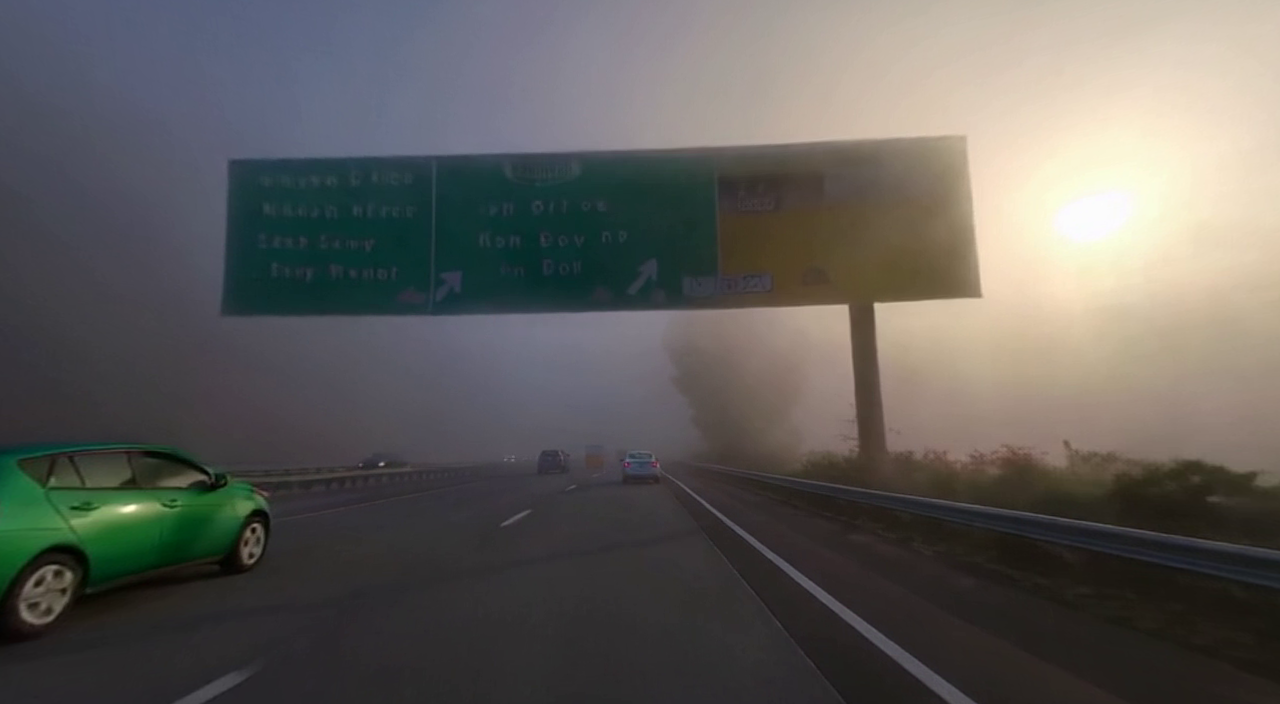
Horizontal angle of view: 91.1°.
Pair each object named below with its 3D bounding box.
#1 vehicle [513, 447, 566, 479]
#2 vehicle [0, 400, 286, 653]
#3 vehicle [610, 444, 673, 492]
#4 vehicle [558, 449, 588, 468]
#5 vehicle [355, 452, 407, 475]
[{"bbox_3d":[-4.937,5.490,31.407,1.892,1.481,4.180,0,-9,1],"label":"vehicle"},{"bbox_3d":[-5.177,1.307,5.174,2.058,1.626,4.118,0,-9,1],"label":"vehicle"},{"bbox_3d":[0.049,3.885,21.370,1.940,1.451,3.512,0,-9,0],"label":"vehicle"},{"bbox_3d":[-5.056,8.078,47.813,1.814,1.417,3.860,0,-9,1],"label":"vehicle"},{"bbox_3d":[-17.448,7.491,42.526,1.895,1.435,3.589,0,-9,1],"label":"vehicle"}]
